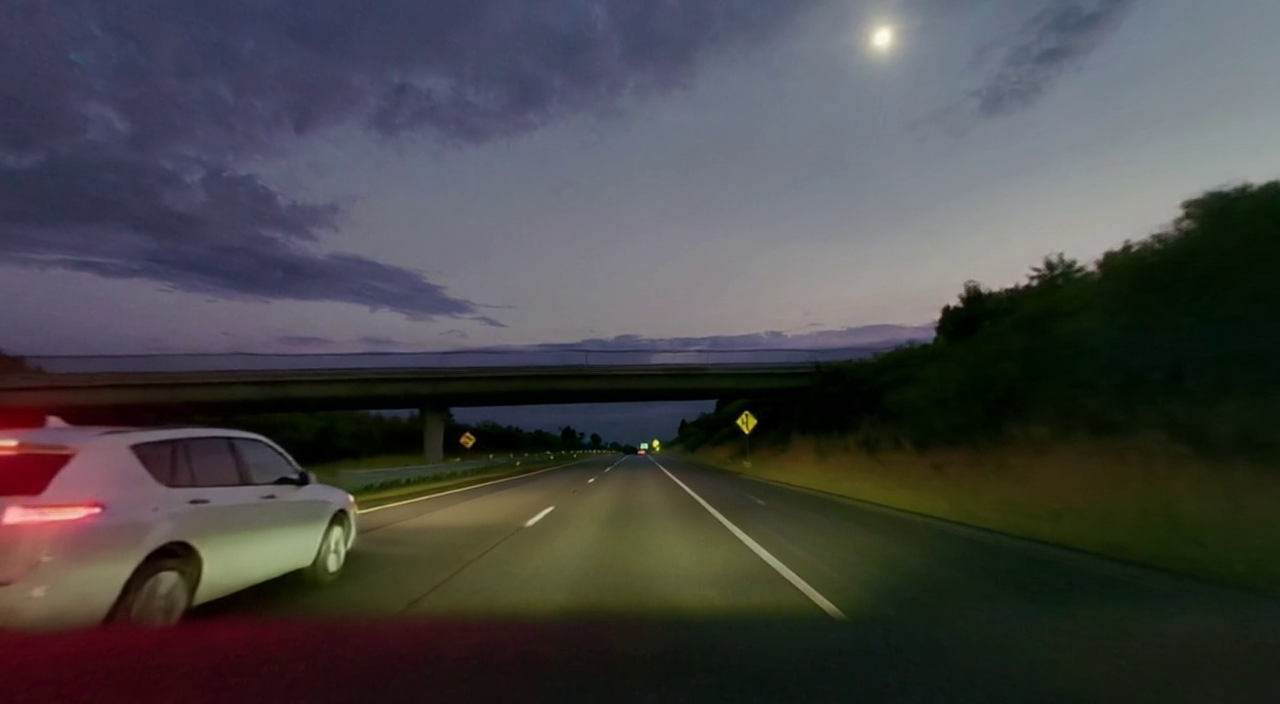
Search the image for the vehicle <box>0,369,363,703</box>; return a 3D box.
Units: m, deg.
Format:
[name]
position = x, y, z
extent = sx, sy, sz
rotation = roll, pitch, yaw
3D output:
[vehicle]
position = -3.887, 1.137, 4.211
extent = 2.082, 1.668, 4.274
rotation = 0, -9, 0
